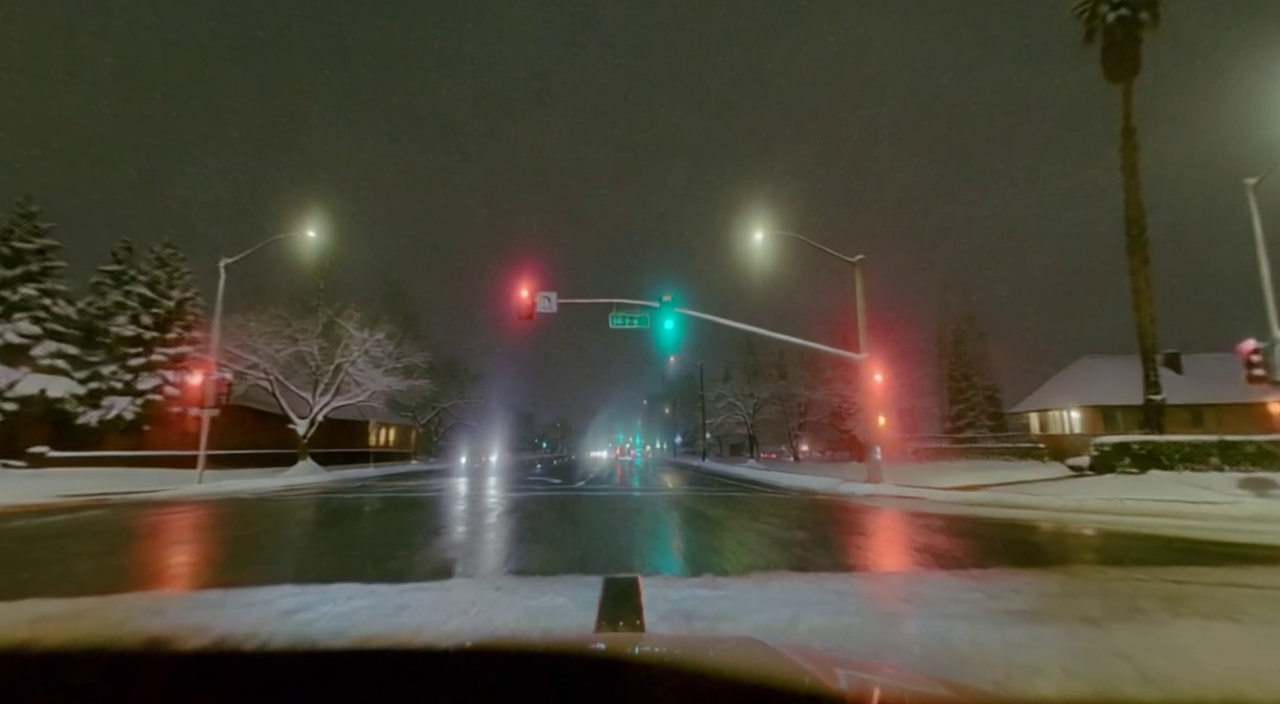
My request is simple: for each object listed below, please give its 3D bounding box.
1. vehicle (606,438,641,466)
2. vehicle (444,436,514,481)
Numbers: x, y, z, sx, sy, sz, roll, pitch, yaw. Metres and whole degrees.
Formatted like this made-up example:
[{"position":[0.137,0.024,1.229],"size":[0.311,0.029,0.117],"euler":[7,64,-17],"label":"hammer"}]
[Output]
[{"position":[-1.221,6.995,44.282],"size":[2.248,1.833,4.798],"euler":[0,-8,-3],"label":"vehicle"},{"position":[-6.630,4.422,26.445],"size":[1.983,1.684,3.938],"euler":[0,-8,-1],"label":"vehicle"}]
